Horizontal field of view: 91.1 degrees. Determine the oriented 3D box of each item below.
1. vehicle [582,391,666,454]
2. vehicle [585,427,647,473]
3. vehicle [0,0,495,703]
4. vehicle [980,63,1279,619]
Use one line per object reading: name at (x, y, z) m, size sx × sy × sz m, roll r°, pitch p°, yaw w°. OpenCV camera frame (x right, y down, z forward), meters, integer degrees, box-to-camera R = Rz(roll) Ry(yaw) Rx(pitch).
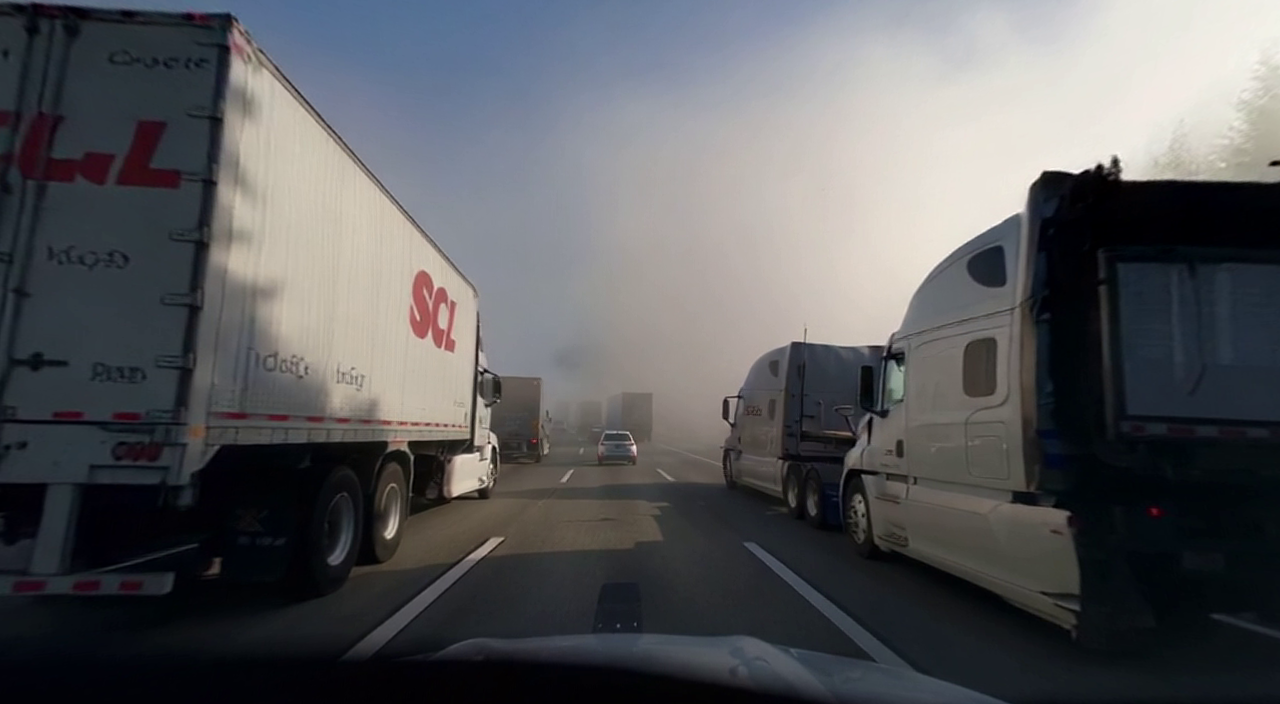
vehicle at (-1.633, 5.527, 47.974) m, size 2.899 × 4.112 × 13.912 m, roll 2°, pitch -8°, yaw -16°
vehicle at (-1.005, 3.638, 23.712) m, size 2.060 × 1.540 × 4.374 m, roll 1°, pitch -8°, yaw -6°
vehicle at (-3.897, 0.358, 7.150) m, size 2.822 × 3.788 × 8.799 m, roll 0°, pitch -8°, yaw -3°
vehicle at (7.836, -0.593, 1.027) m, size 2.820 × 4.084 × 13.786 m, roll 3°, pitch -8°, yaw -23°
